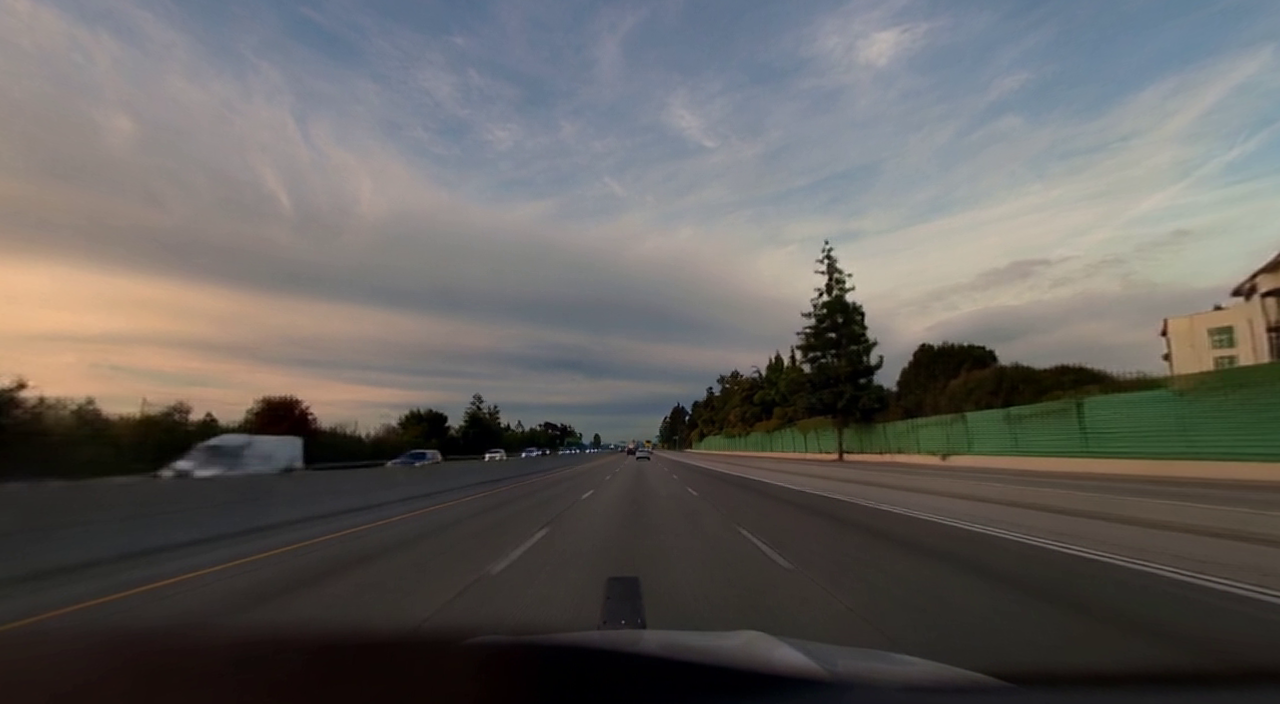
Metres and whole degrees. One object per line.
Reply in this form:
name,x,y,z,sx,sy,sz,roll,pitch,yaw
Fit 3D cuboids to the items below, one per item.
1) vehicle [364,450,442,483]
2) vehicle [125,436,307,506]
vehicle,-11.377,5.527,30.683,1.974,1.445,4.605,0,-9,0
vehicle,-12.109,3.413,18.522,2.007,1.756,4.699,0,-9,1
